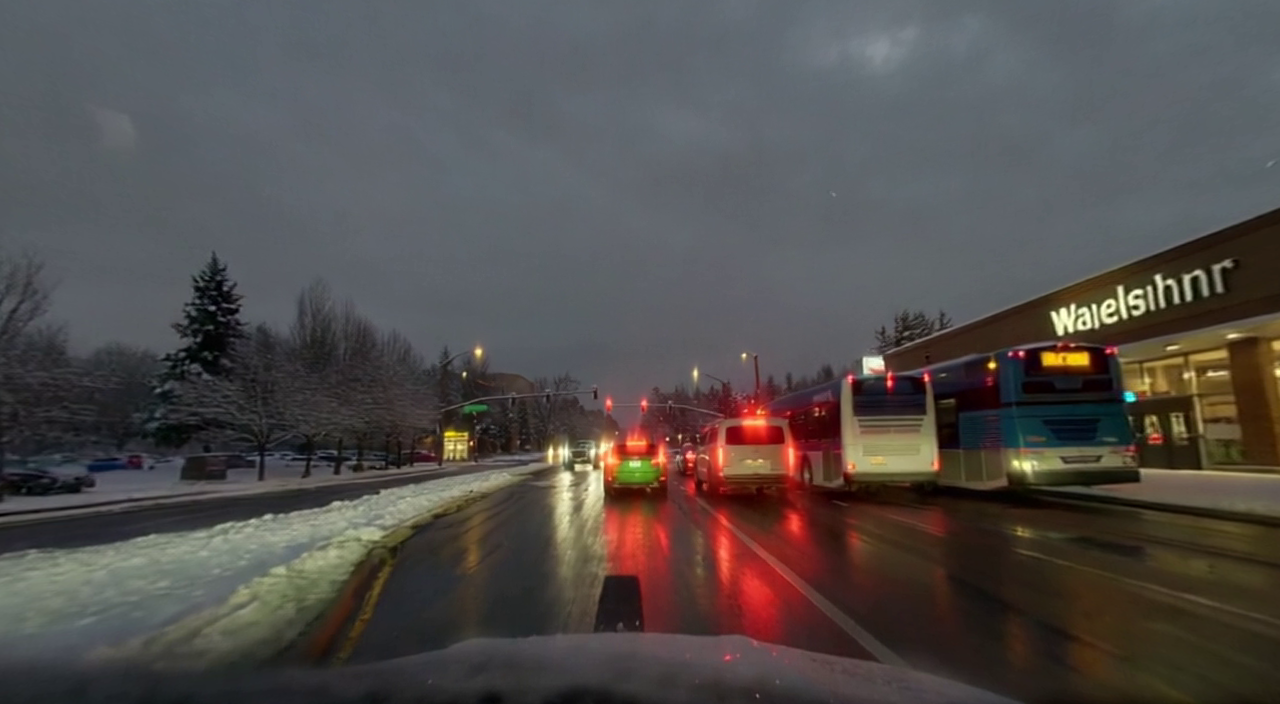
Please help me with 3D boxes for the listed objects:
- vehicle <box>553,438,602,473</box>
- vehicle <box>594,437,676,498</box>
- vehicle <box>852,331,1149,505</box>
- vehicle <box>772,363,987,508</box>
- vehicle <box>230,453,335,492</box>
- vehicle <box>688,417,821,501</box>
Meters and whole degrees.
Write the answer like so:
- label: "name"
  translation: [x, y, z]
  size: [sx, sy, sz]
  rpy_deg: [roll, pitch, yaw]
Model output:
- label: "vehicle"
  translation: [-3.187, 5.402, 33.221]
  size: [2.180, 1.708, 4.397]
  rpy_deg: [0, -9, -1]
- label: "vehicle"
  translation: [-0.185, 3.198, 17.850]
  size: [2.071, 1.525, 3.723]
  rpy_deg: [0, -9, -2]
- label: "vehicle"
  translation: [10.235, 2.293, 20.189]
  size: [3.181, 4.110, 10.468]
  rpy_deg: [0, -8, 0]
- label: "vehicle"
  translation: [6.407, 2.521, 18.987]
  size: [2.879, 3.318, 8.881]
  rpy_deg: [0, -8, -1]
- label: "vehicle"
  translation: [-14.812, 4.990, 26.482]
  size: [1.960, 1.396, 4.185]
  rpy_deg: [0, -9, 0]
- label: "vehicle"
  translation: [2.918, 2.961, 17.927]
  size: [2.490, 1.951, 5.931]
  rpy_deg: [0, -9, -2]
